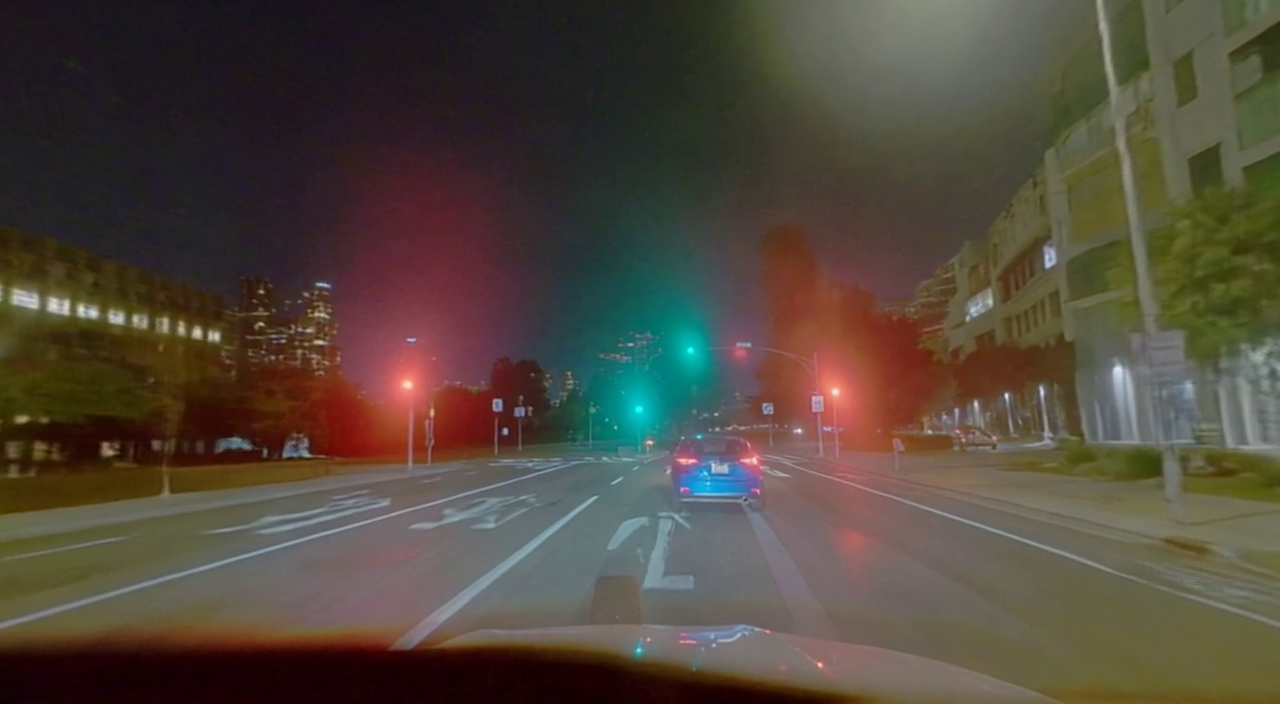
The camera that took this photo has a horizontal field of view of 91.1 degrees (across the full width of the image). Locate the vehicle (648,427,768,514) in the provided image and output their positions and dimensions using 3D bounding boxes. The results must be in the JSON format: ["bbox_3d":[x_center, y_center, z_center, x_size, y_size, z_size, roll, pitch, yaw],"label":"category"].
[{"bbox_3d":[1.268,2.226,12.453,1.950,1.401,4.159,-1,-8,4],"label":"vehicle"}]
